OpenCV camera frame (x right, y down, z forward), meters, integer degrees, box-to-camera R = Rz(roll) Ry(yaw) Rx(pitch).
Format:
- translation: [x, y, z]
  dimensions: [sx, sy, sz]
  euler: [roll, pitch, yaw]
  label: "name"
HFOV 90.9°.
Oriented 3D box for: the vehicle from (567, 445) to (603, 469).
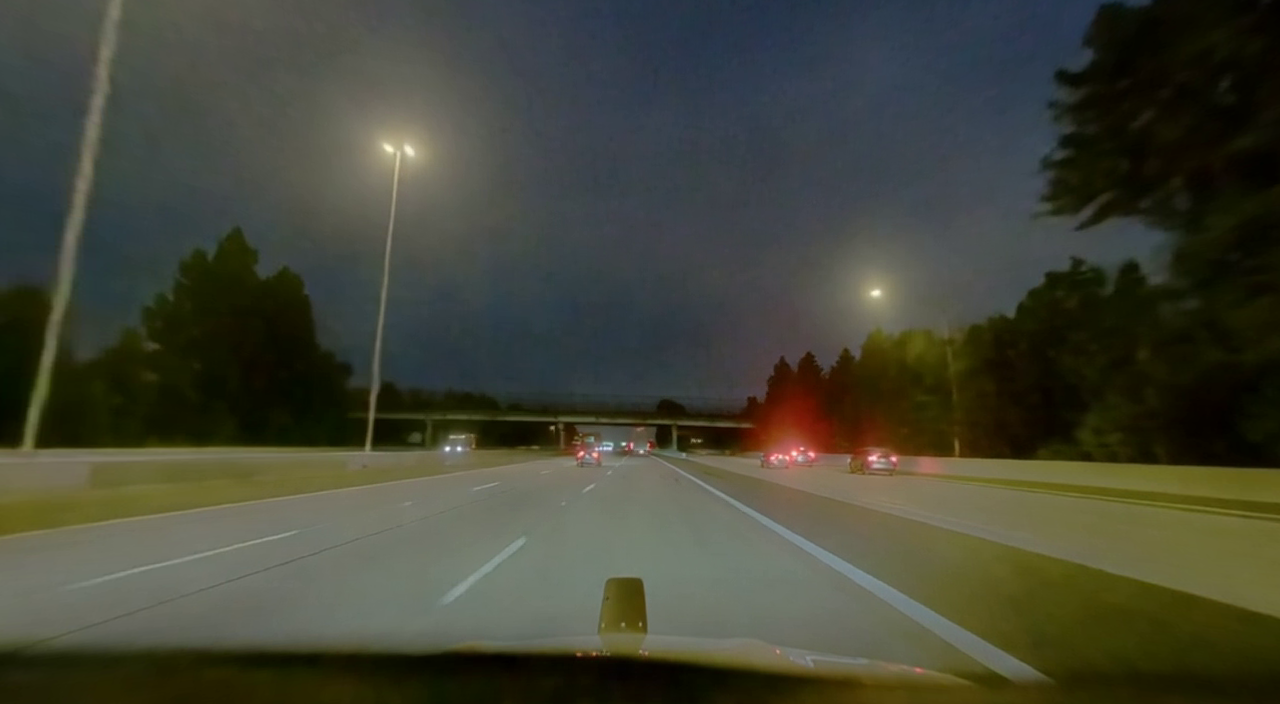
- translation: [-3.755, 7.290, 43.728]
  dimensions: [2.070, 1.564, 4.145]
  euler: [0, -9, 0]
  label: "vehicle"
